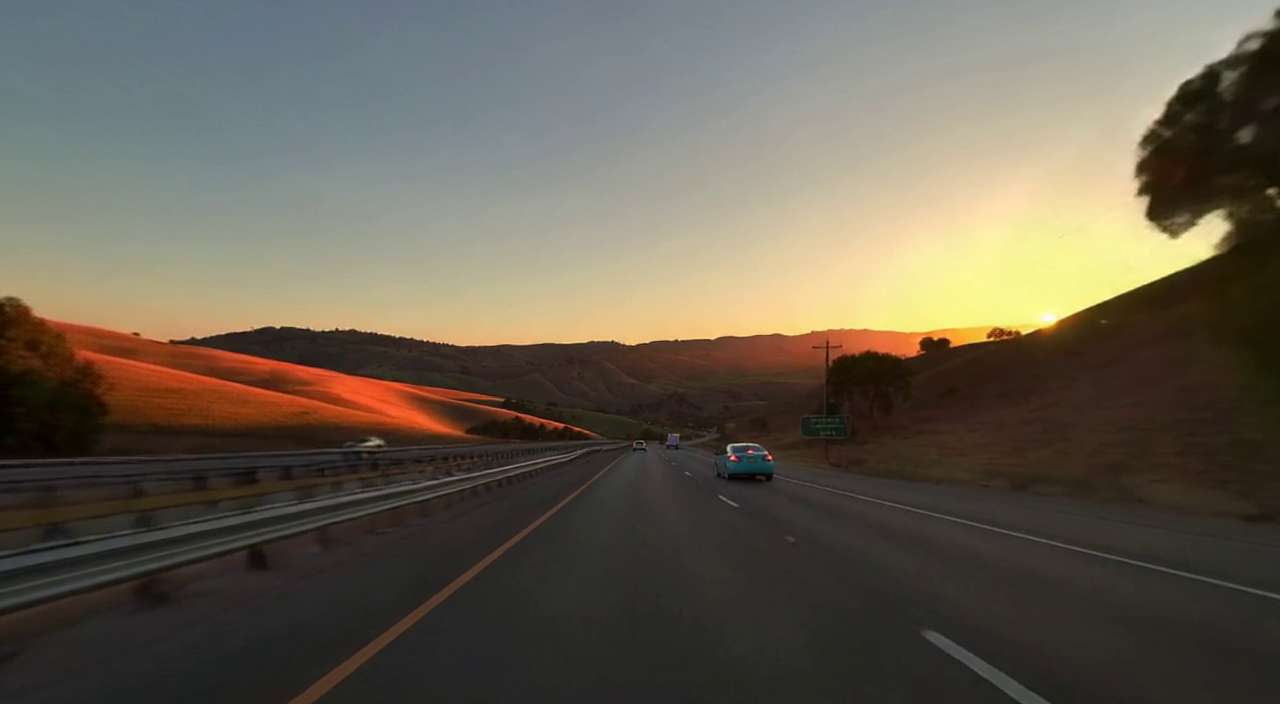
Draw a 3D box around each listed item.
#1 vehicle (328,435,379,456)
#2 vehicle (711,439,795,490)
[{"bbox_3d":[-21.769,7.128,48.108,1.801,1.462,4.488,0,-8,0],"label":"vehicle"},{"bbox_3d":[3.705,3.747,21.500,1.960,1.516,4.657,0,-8,-1],"label":"vehicle"}]
